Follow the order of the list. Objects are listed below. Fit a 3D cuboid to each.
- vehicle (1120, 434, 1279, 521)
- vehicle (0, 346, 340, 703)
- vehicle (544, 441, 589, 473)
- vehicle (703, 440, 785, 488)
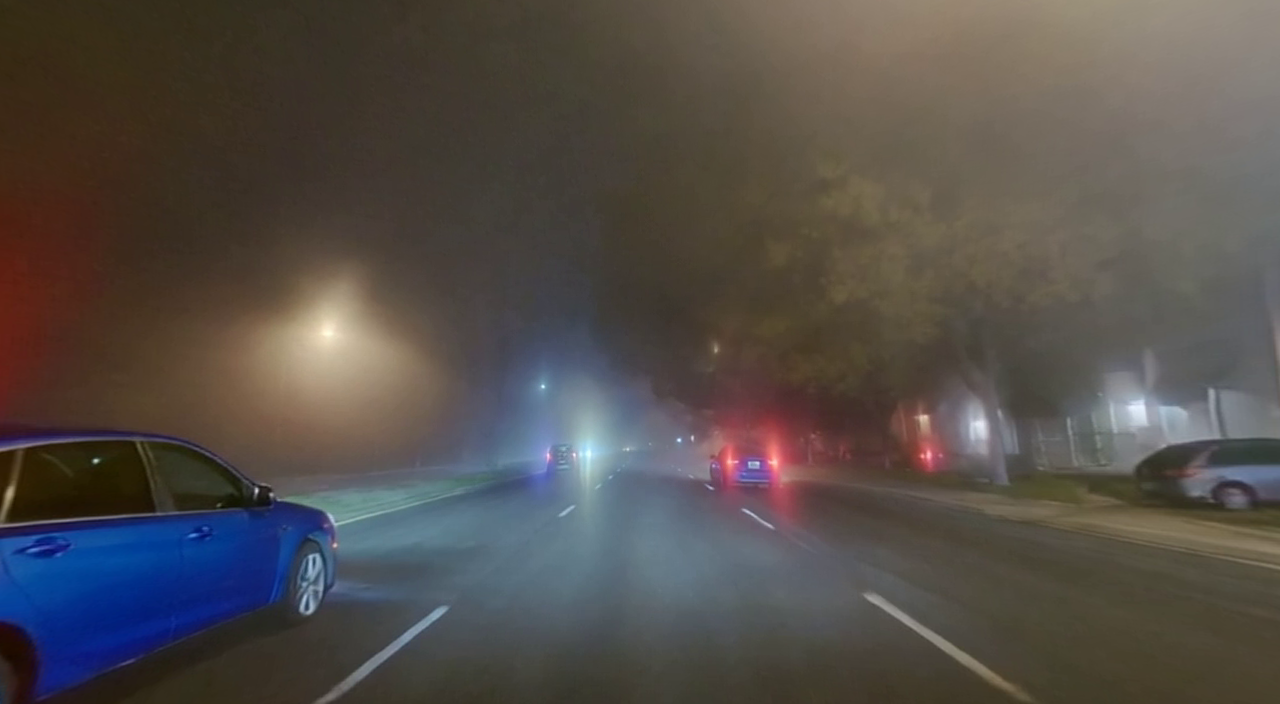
[{"bbox_3d":[12.608,2.523,13.015,3.802,1.613,2.025,1,-9,-6],"label":"vehicle"},{"bbox_3d":[-3.566,0.904,2.889,2.023,1.720,4.741,0,-9,0],"label":"vehicle"},{"bbox_3d":[-3.922,5.684,34.301,2.113,1.626,4.129,0,-9,-3],"label":"vehicle"},{"bbox_3d":[3.492,3.863,22.064,2.083,1.474,4.360,0,-9,0],"label":"vehicle"}]
